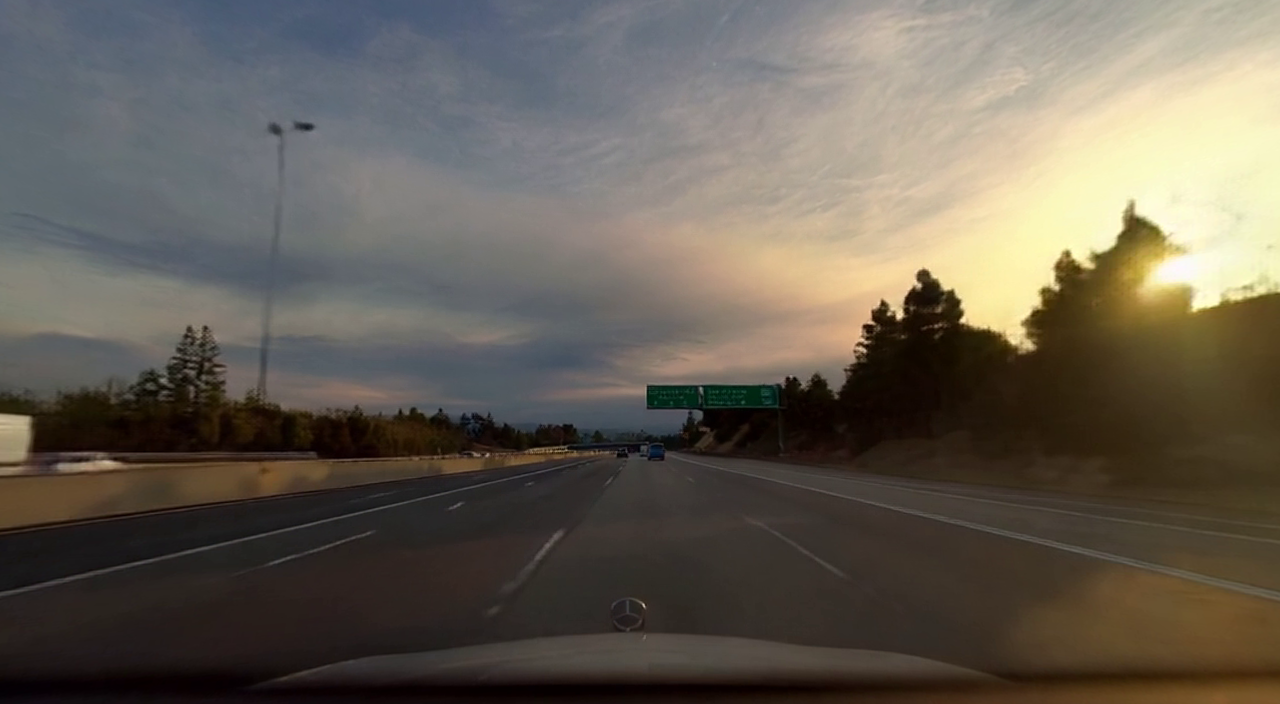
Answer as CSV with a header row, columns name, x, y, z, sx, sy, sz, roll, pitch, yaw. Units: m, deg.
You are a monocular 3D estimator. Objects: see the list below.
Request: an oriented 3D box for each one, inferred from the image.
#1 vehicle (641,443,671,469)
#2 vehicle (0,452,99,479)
name,x,y,z,sx,sy,sz,roll,pitch,yaw
vehicle,1.189,8.159,49.706,2.219,1.927,4.409,0,-9,-1
vehicle,-34.977,6.692,37.417,1.868,1.490,4.250,0,-9,0
